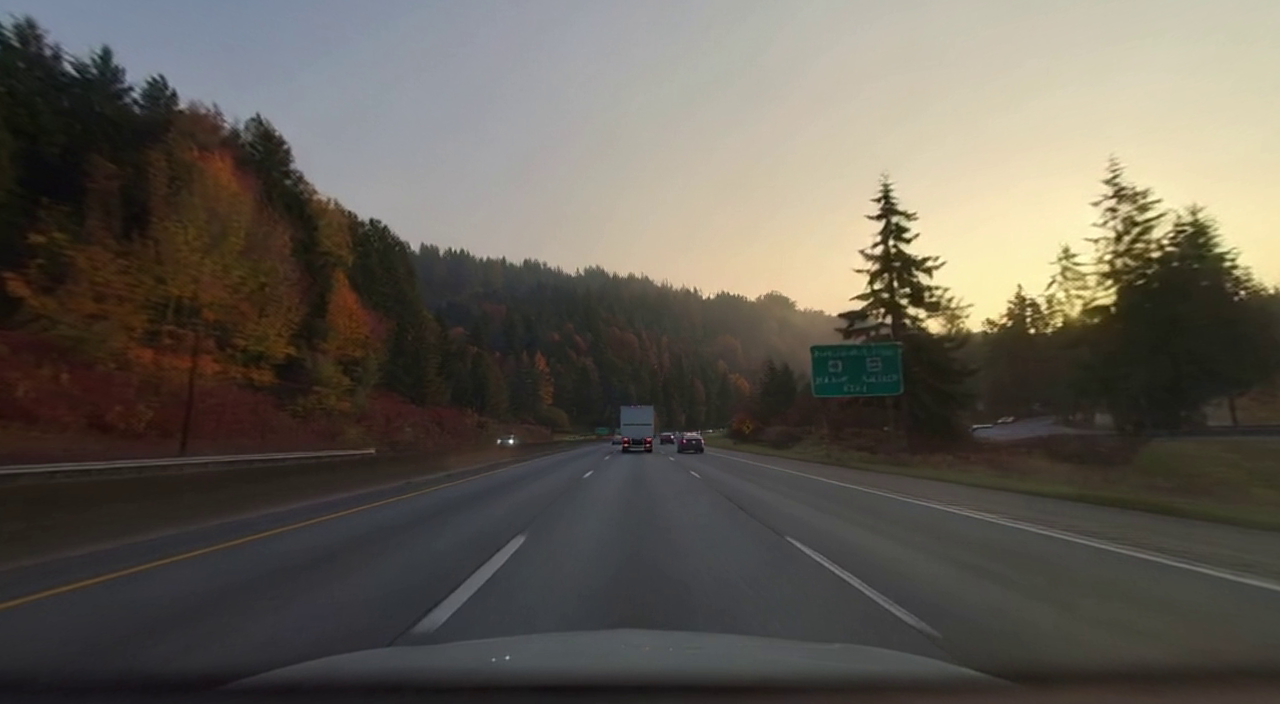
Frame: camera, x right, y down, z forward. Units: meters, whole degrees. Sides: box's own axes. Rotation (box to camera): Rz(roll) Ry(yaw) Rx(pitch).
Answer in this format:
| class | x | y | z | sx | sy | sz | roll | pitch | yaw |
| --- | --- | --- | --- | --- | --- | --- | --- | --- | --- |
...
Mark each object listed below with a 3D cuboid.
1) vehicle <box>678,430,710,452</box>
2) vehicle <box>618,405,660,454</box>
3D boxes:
| class | x | y | z | sx | sy | sz | roll | pitch | yaw |
| --- | --- | --- | --- | --- | --- | --- | --- | --- | --- |
| vehicle | 3.963 | 6.630 | 46.750 | 1.959 | 1.571 | 3.876 | 0 | -8 | -2 |
| vehicle | -0.185 | 5.224 | 42.049 | 2.631 | 2.957 | 6.512 | 0 | -8 | -2 |
